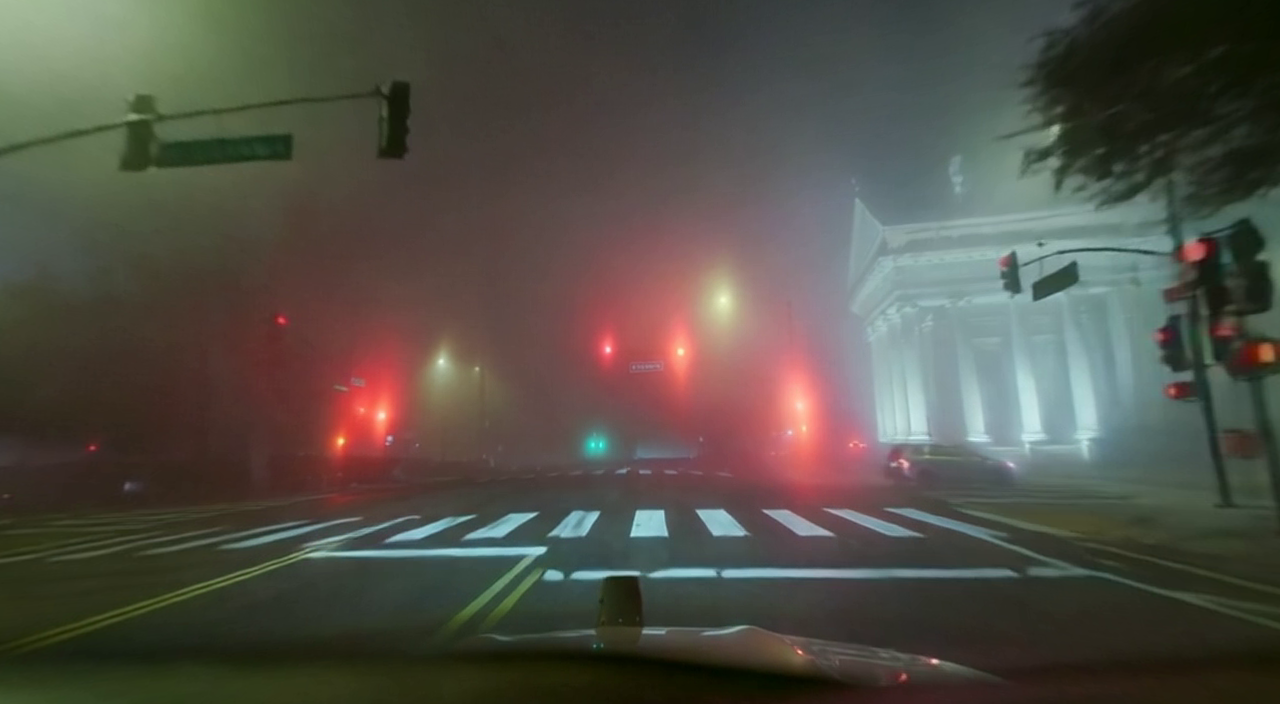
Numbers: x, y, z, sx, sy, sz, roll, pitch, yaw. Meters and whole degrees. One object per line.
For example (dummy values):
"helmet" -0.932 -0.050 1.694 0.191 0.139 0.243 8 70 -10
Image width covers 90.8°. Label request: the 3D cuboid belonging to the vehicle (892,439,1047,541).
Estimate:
"vehicle" 5.942 2.425 11.939 2.085 1.530 4.125 -3 -9 21
